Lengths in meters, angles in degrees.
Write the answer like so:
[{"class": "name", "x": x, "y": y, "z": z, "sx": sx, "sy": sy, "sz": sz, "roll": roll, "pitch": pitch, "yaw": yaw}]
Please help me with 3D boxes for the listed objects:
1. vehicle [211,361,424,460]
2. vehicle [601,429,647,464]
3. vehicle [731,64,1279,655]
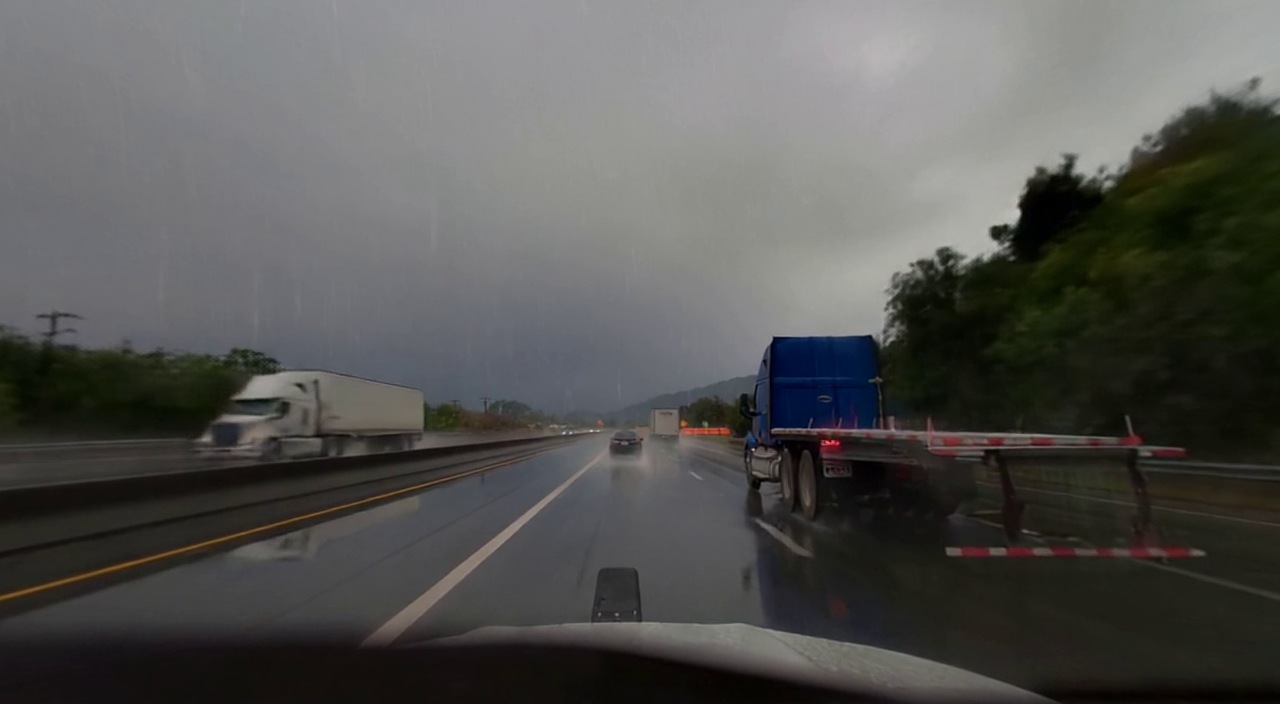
[{"class": "vehicle", "x": -15.811, "y": 3.461, "z": 33.771, "sx": 2.966, "sy": 3.989, "sz": 16.891, "roll": 0, "pitch": -8, "yaw": -1}, {"class": "vehicle", "x": -0.719, "y": 4.239, "z": 28.511, "sx": 1.929, "sy": 1.469, "sz": 3.677, "roll": 0, "pitch": -8, "yaw": -1}, {"class": "vehicle", "x": 3.765, "y": 0.647, "z": 9.277, "sx": 2.919, "sy": 3.634, "sz": 10.888, "roll": 0, "pitch": -8, "yaw": -2}]
